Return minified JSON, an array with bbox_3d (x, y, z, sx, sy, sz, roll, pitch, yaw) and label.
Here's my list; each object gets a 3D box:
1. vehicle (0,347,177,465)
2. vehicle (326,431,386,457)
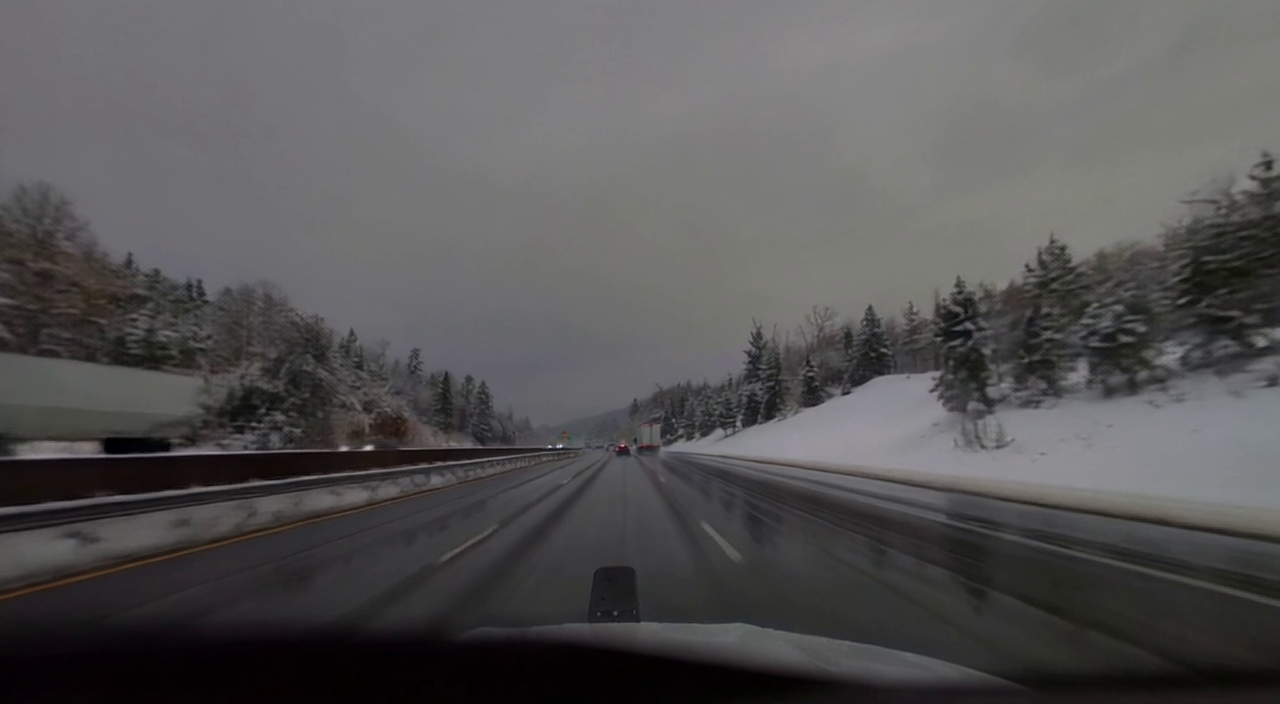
[{"bbox_3d":[-24.701,2.229,24.493,3.152,4.196,13.755,0,-8,-1],"label":"vehicle"},{"bbox_3d":[-17.110,5.582,38.166,1.812,1.488,3.968,0,-8,-1],"label":"vehicle"}]
